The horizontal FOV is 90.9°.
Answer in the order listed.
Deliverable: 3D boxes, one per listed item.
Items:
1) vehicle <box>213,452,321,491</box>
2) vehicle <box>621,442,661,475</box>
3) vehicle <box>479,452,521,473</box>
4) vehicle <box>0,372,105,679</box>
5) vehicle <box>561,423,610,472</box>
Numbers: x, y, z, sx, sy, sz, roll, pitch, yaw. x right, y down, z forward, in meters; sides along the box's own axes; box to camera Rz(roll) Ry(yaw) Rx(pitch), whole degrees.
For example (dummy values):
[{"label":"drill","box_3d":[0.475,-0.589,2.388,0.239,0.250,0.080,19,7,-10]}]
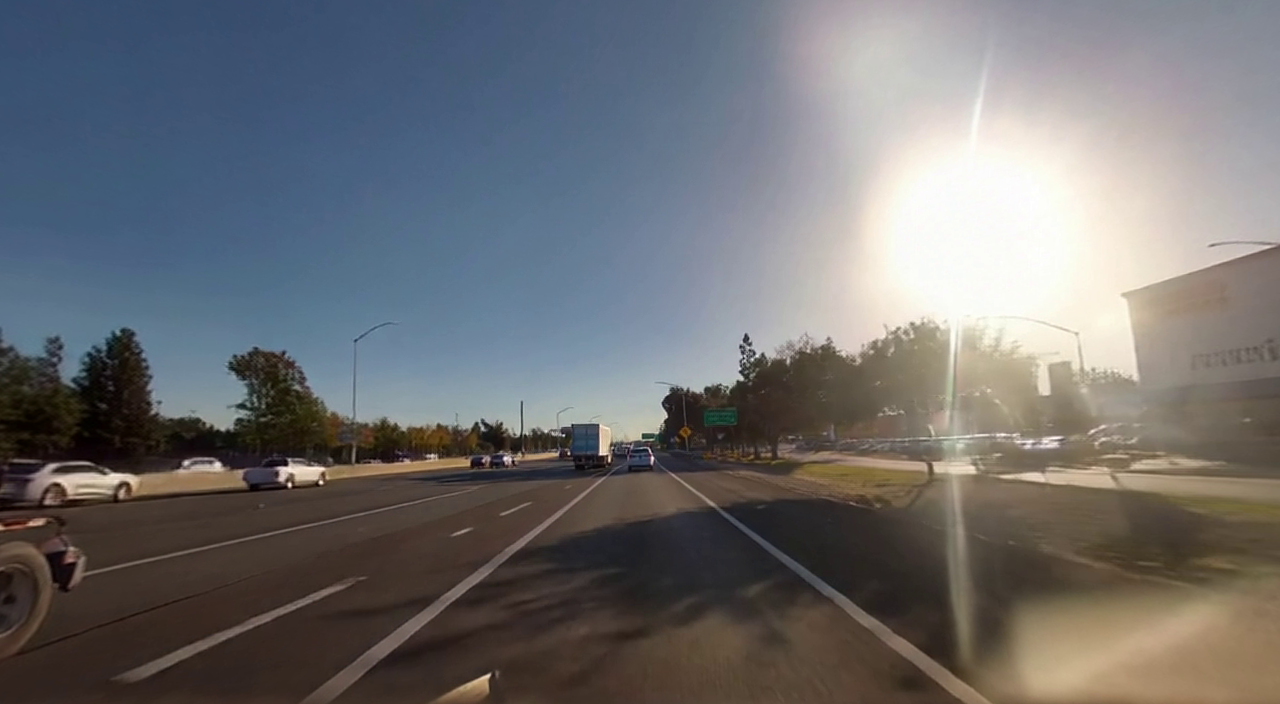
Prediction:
[{"label":"vehicle","box_3d":[-18.001,5.756,30.762,2.076,1.709,4.893,-1,-8,3]},{"label":"vehicle","box_3d":[0.088,6.208,36.989,2.227,1.794,4.646,0,-8,1]},{"label":"vehicle","box_3d":[-10.610,8.384,48.058,1.928,1.480,4.823,-1,-8,2]},{"label":"vehicle","box_3d":[-4.930,0.783,2.073,2.200,1.793,4.586,0,-8,2]},{"label":"vehicle","box_3d":[-4.061,7.395,49.113,2.796,3.426,8.553,-1,-8,2]}]
